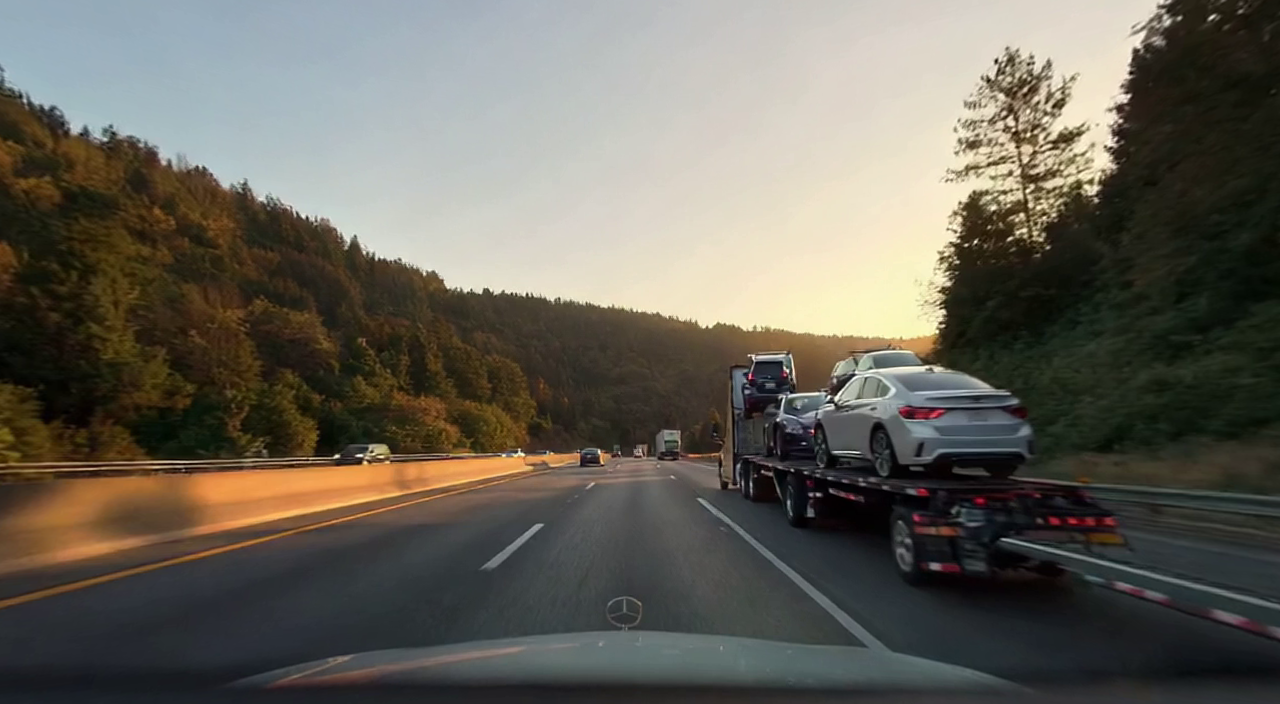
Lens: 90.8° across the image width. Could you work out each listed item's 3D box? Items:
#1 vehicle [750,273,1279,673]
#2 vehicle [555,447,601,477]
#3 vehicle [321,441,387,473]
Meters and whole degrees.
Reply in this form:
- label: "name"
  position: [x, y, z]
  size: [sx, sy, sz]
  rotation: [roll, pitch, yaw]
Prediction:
- label: "vehicle"
  position: [3.803, 1.339, 8.147]
  size: [2.800, 2.053, 9.751]
  rotation: [0, -9, -1]
- label: "vehicle"
  position: [-3.372, 6.107, 35.297]
  size: [2.091, 1.522, 4.301]
  rotation: [0, -9, 1]
- label: "vehicle"
  position: [-19.319, 7.108, 42.893]
  size: [2.112, 1.974, 4.936]
  rotation: [0, -9, 0]
